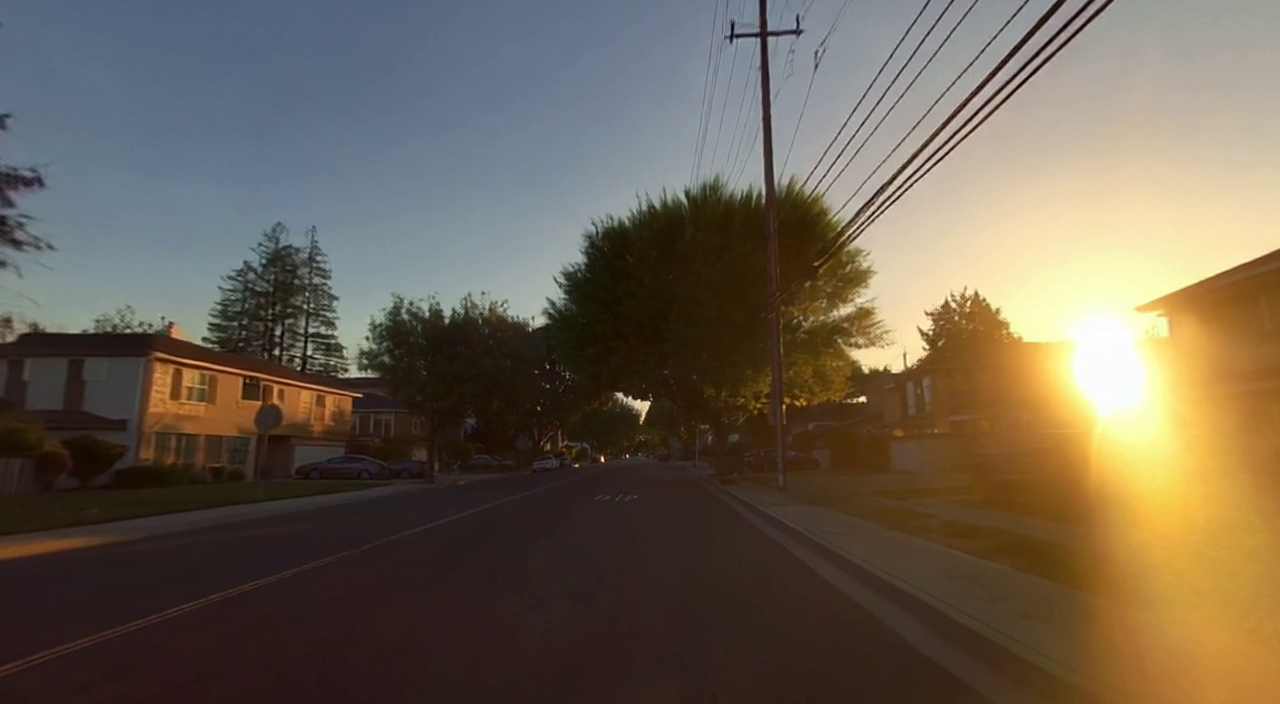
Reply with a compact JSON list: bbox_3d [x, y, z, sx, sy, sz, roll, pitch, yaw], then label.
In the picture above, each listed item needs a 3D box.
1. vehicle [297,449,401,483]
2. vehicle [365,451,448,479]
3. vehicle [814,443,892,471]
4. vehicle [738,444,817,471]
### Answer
[{"bbox_3d":[-15.180,5.935,33.085,4.500,1.714,1.924,-1,-8,7],"label":"vehicle"},{"bbox_3d":[-14.267,6.898,38.718,4.260,1.588,1.927,-1,-8,6],"label":"vehicle"},{"bbox_3d":[13.009,6.428,38.769,4.122,1.610,1.888,0,-8,2],"label":"vehicle"},{"bbox_3d":[9.354,7.234,43.349,4.952,1.775,2.089,0,-8,1],"label":"vehicle"}]
